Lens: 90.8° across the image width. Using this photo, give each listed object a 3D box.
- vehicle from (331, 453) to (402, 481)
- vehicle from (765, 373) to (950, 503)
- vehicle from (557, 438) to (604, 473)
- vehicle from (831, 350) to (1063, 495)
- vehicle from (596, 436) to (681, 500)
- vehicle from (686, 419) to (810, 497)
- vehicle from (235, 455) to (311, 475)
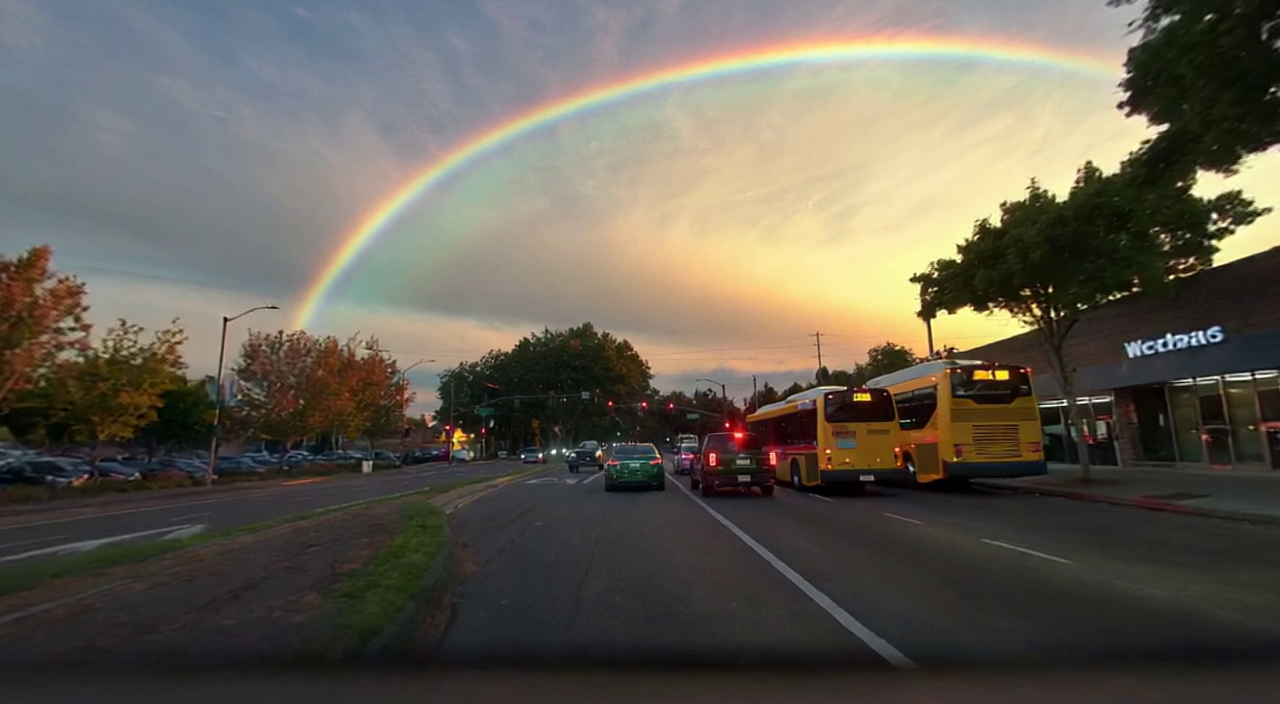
[{"bbox_3d":[-14.822,6.228,34.458,1.960,1.396,4.185,-1,-9,1],"label":"vehicle"},{"bbox_3d":[6.458,2.798,20.683,2.879,3.318,8.881,0,-8,0],"label":"vehicle"},{"bbox_3d":[-3.089,5.478,33.544,2.180,1.708,4.397,0,-9,-1],"label":"vehicle"},{"bbox_3d":[10.313,2.762,23.286,3.181,4.110,10.468,0,-9,0],"label":"vehicle"},{"bbox_3d":[-0.101,3.125,17.344,2.071,1.525,3.723,0,-9,-2],"label":"vehicle"},{"bbox_3d":[2.957,3.140,19.065,2.490,1.951,5.931,0,-9,-2],"label":"vehicle"},{"bbox_3d":[-28.359,8.728,48.993,4.881,1.458,1.914,4,-10,-27],"label":"vehicle"}]
